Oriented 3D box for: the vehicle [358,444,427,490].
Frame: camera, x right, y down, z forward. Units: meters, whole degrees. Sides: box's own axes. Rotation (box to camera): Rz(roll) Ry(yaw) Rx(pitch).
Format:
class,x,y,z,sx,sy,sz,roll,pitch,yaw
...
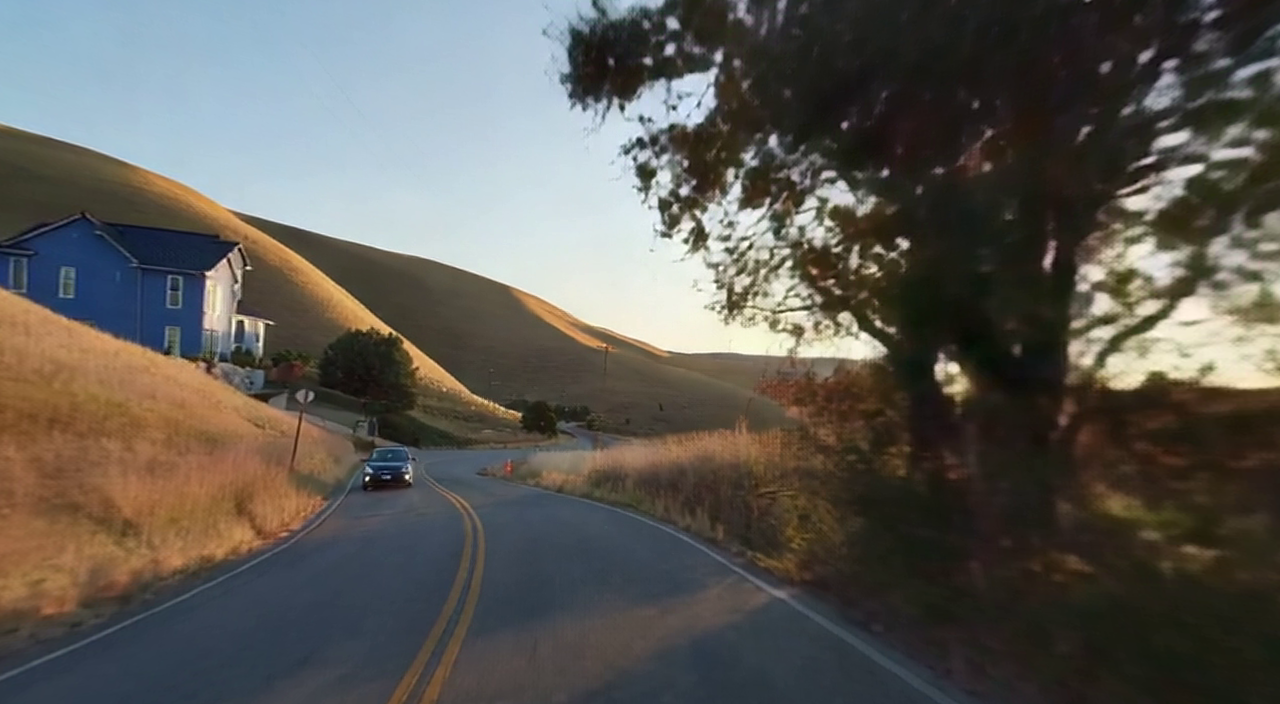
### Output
class,x,y,z,sx,sy,sz,roll,pitch,yaw
vehicle,-8.978,4.119,22.968,2.063,1.485,3.997,3,-9,-21
